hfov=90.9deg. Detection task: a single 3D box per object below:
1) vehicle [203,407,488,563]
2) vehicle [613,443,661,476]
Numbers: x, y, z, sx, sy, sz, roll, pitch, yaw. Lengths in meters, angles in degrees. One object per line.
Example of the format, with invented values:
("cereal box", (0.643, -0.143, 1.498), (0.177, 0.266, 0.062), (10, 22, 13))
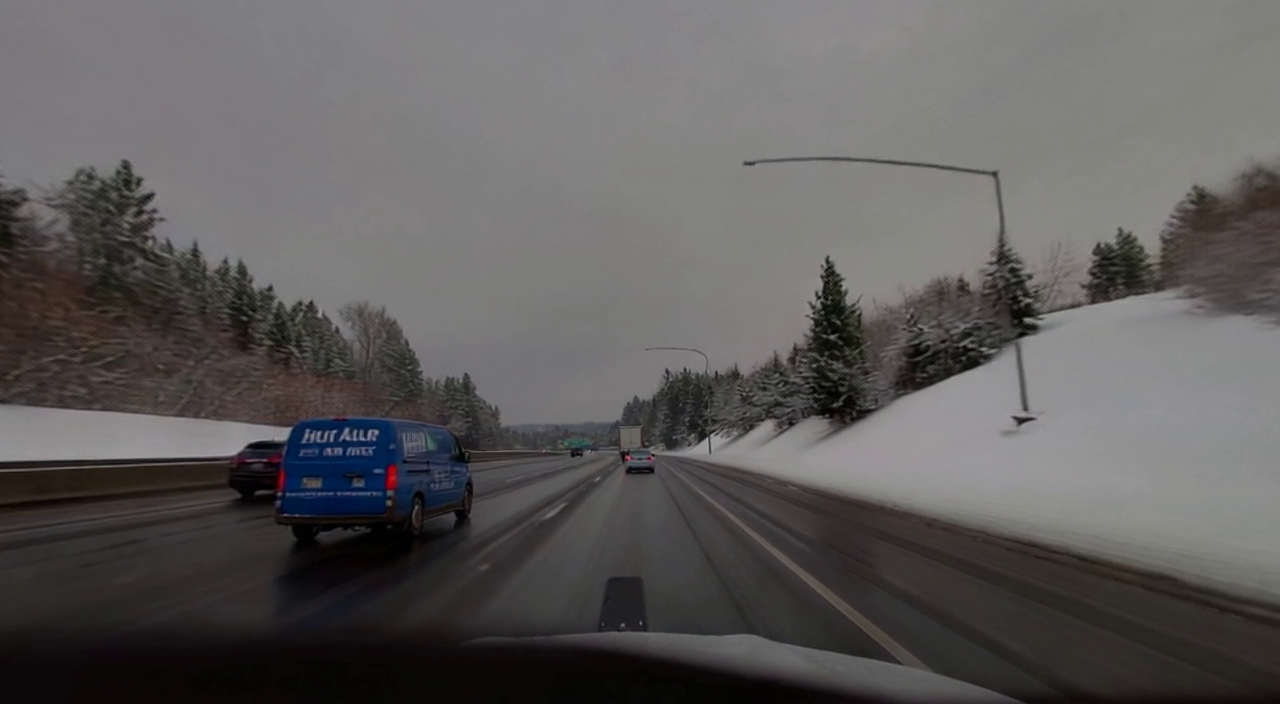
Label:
("vehicle", (-4.178, 1.994, 10.221), (2.174, 1.862, 5.012), (0, -9, 0))
("vehicle", (-0.123, 5.288, 31.243), (2.238, 1.479, 3.672), (0, -9, 0))
